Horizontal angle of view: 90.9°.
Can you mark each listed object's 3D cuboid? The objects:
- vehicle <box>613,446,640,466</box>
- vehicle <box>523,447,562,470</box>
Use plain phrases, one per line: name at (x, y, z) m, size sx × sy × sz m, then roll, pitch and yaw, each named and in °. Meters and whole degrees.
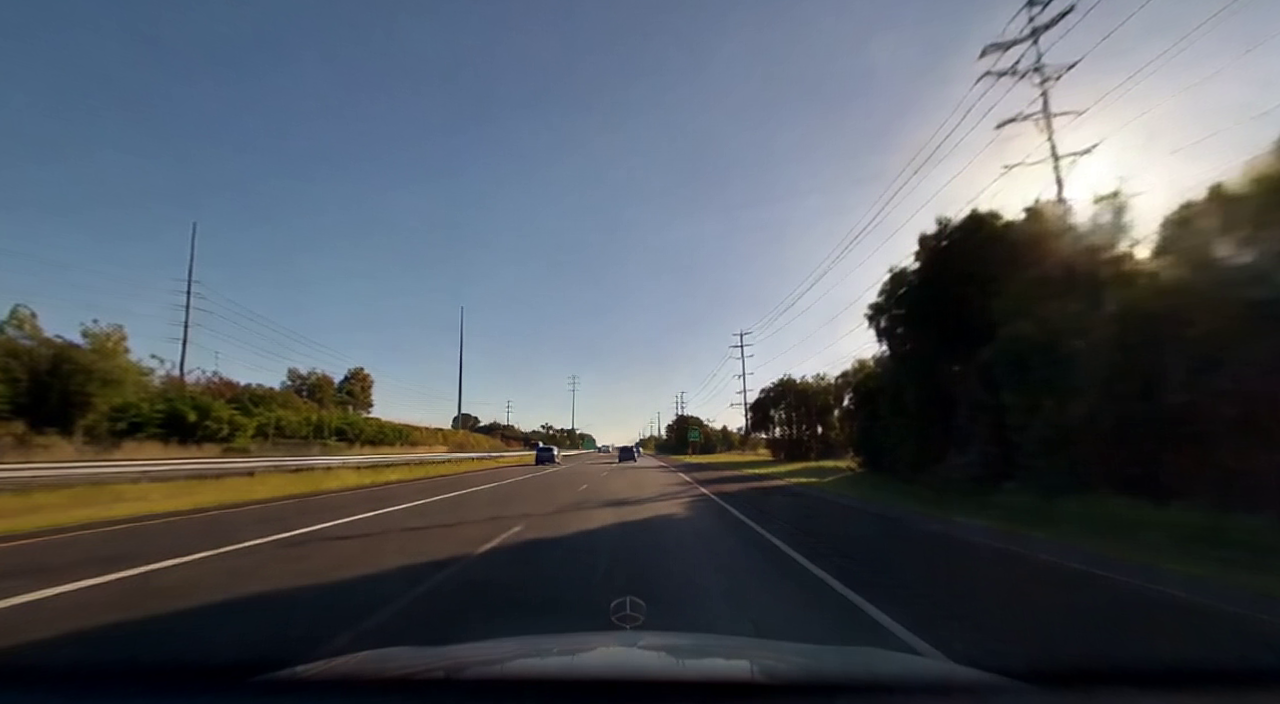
vehicle at (-0.985, 8.074, 48.856) m, size 1.968 × 1.462 × 3.937 m, roll 0°, pitch -9°, yaw 1°
vehicle at (-6.501, 7.123, 42.348) m, size 1.911 × 1.491 × 3.624 m, roll -1°, pitch -9°, yaw 2°
